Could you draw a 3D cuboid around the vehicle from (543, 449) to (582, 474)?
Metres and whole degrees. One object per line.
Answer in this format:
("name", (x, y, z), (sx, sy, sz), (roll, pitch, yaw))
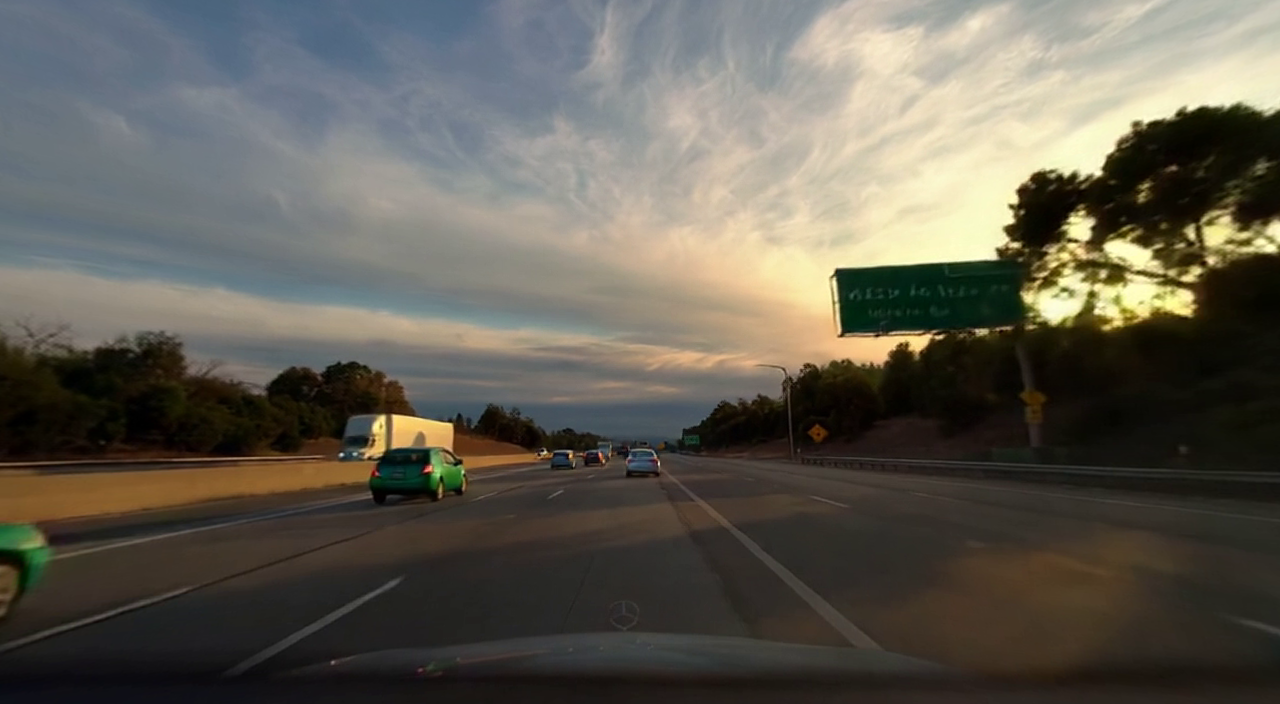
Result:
("vehicle", (-4.846, 6.915, 39.935), (1.892, 1.481, 4.180), (0, -9, 1))

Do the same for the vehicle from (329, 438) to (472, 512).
("vehicle", (-5.973, 3.107, 16.320), (2.058, 1.626, 4.118), (0, -9, 0))

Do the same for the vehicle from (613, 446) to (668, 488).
("vehicle", (0.000, 4.389, 24.224), (1.940, 1.451, 3.512), (0, -9, -1))
